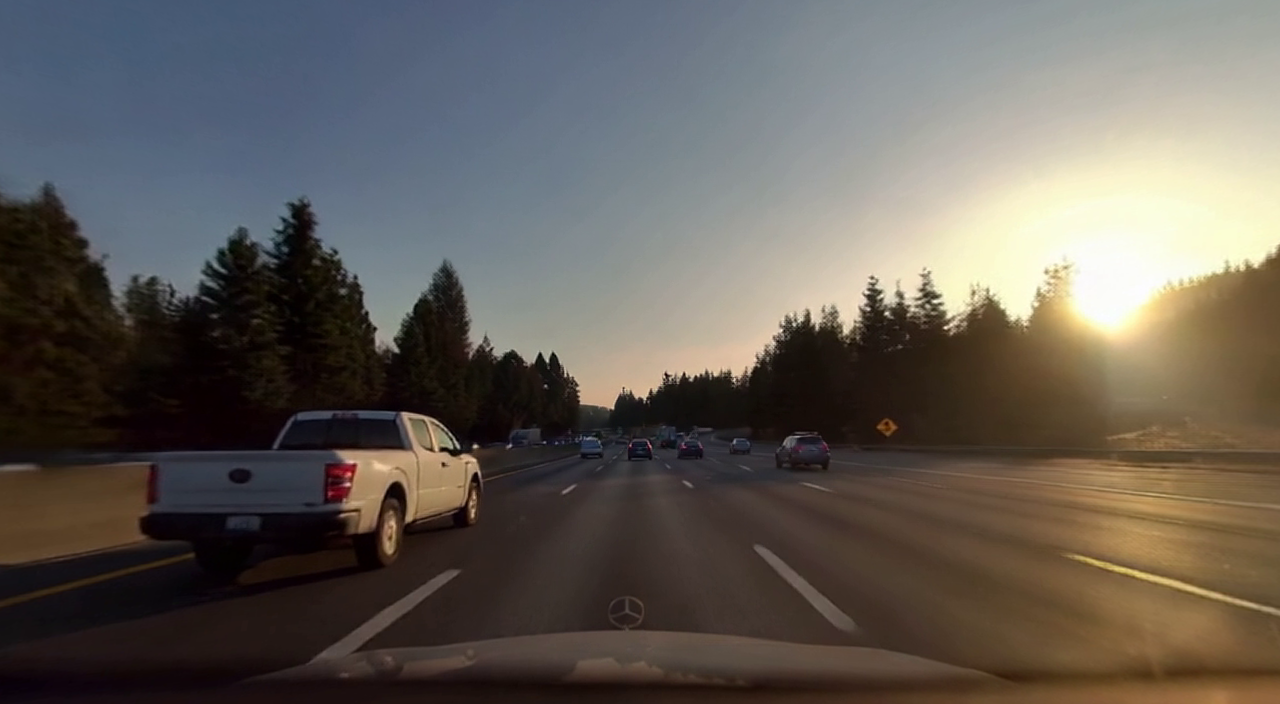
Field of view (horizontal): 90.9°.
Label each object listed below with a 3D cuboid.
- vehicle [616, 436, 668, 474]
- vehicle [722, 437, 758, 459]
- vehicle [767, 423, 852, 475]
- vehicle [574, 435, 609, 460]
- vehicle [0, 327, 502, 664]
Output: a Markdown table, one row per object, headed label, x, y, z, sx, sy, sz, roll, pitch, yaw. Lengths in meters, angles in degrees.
| label | x | y | z | sx | sy | sz | roll | pitch | yaw |
| --- | --- | --- | --- | --- | --- | --- | --- | --- | --- |
| vehicle | 0.087 | 4.380 | 27.046 | 2.071 | 1.464 | 4.162 | 0 | -8 | 0 |
| vehicle | 7.229 | 6.993 | 45.951 | 1.894 | 1.511 | 4.148 | 0 | -8 | -1 |
| vehicle | 6.885 | 4.012 | 26.285 | 2.094 | 1.916 | 5.099 | 0 | -8 | 0 |
| vehicle | -3.396 | 6.778 | 44.867 | 2.140 | 1.720 | 4.410 | 0 | -8 | 0 |
| vehicle | -3.423 | 1.249 | 6.667 | 2.487 | 1.979 | 5.742 | 0 | -8 | 2 |
